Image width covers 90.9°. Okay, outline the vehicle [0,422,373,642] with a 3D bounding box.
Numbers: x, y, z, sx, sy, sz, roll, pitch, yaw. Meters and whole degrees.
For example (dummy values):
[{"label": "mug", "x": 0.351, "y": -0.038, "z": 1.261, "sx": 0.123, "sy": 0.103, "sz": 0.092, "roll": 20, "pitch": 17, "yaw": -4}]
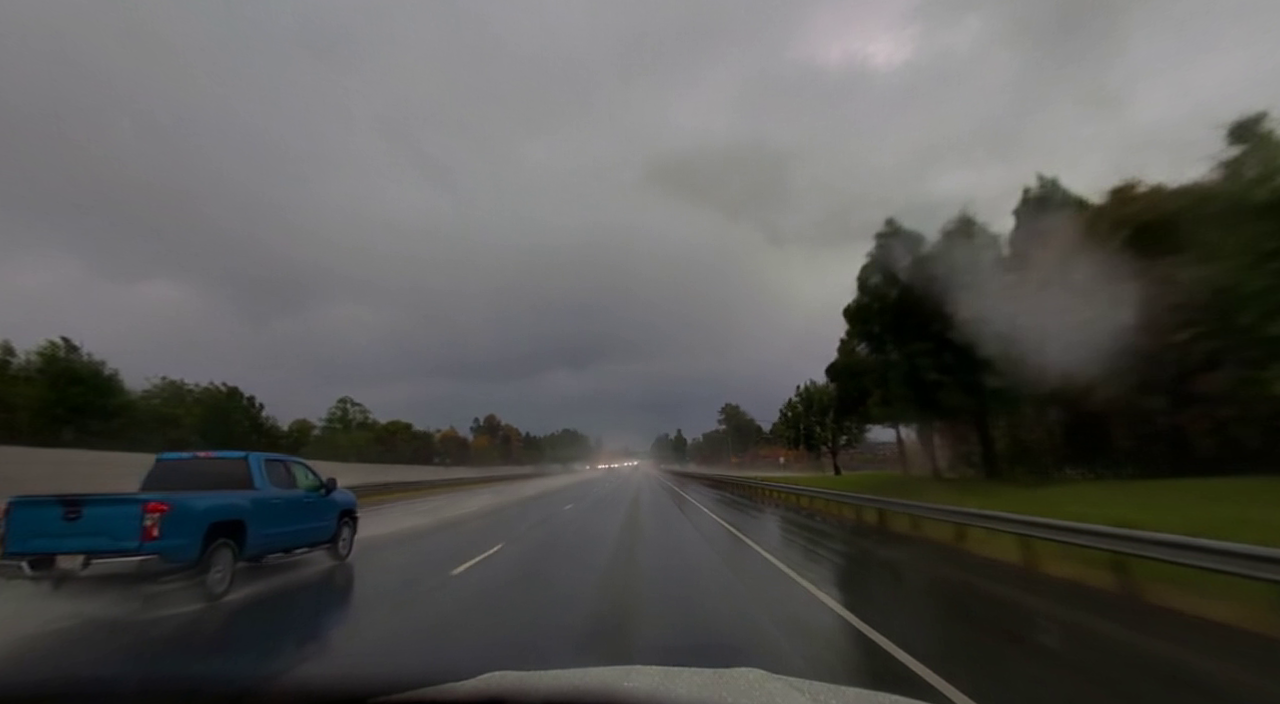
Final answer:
[{"label": "vehicle", "x": -4.635, "y": 1.640, "z": 6.550, "sx": 1.914, "sy": 1.534, "sz": 4.015, "roll": 1, "pitch": -10, "yaw": 0}]
